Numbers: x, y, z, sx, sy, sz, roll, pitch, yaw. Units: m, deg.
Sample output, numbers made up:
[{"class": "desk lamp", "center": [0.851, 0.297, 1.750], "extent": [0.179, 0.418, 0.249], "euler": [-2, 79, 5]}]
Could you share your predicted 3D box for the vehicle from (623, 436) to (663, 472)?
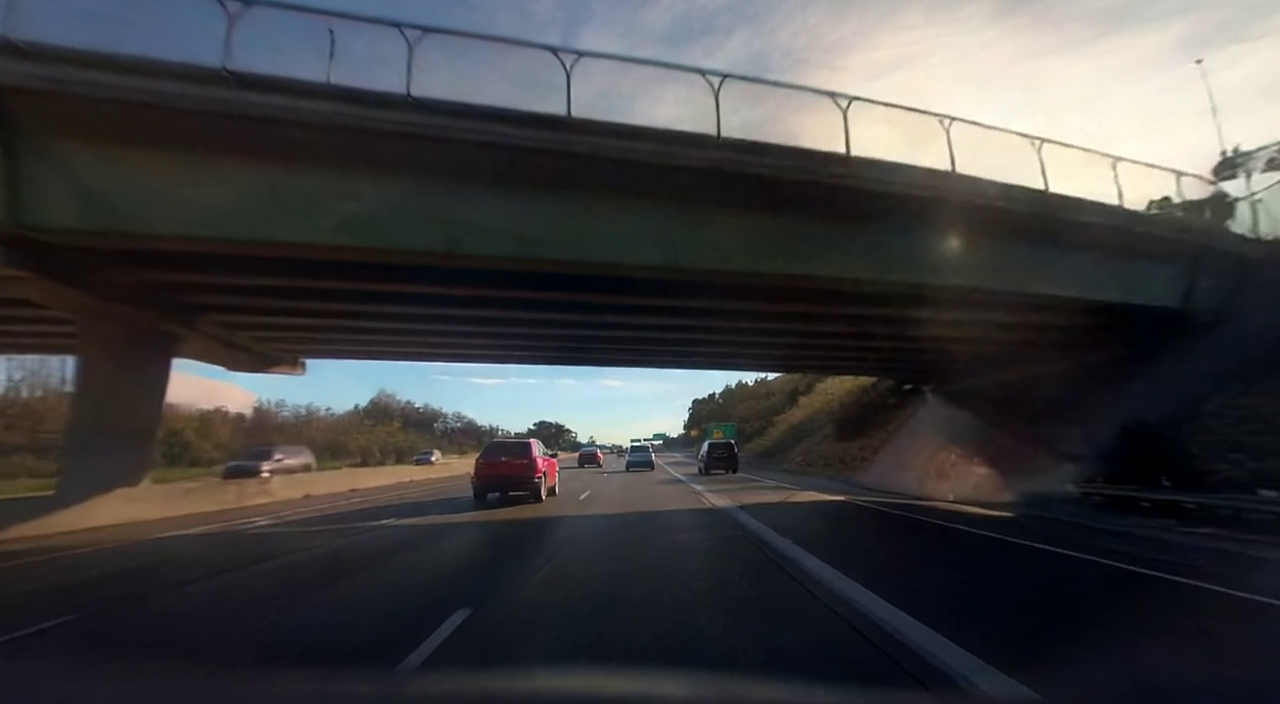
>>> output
[{"class": "vehicle", "center": [0.144, 5.847, 36.333], "extent": [2.155, 1.909, 4.529], "euler": [0, -9, 0]}]

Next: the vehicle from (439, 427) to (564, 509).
[{"class": "vehicle", "center": [-3.264, 2.857, 15.905], "extent": [2.089, 1.751, 4.515], "euler": [0, -9, 1]}]

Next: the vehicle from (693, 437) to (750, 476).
[{"class": "vehicle", "center": [4.025, 5.285, 32.017], "extent": [2.231, 1.807, 4.588], "euler": [0, -9, -1]}]

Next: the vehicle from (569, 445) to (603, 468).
[{"class": "vehicle", "center": [-3.707, 7.236, 43.846], "extent": [1.994, 1.475, 4.171], "euler": [0, -9, 0]}]

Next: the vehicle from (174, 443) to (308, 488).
[{"class": "vehicle", "center": [-17.998, 5.119, 28.872], "extent": [2.219, 1.821, 5.675], "euler": [0, -9, 2]}]
